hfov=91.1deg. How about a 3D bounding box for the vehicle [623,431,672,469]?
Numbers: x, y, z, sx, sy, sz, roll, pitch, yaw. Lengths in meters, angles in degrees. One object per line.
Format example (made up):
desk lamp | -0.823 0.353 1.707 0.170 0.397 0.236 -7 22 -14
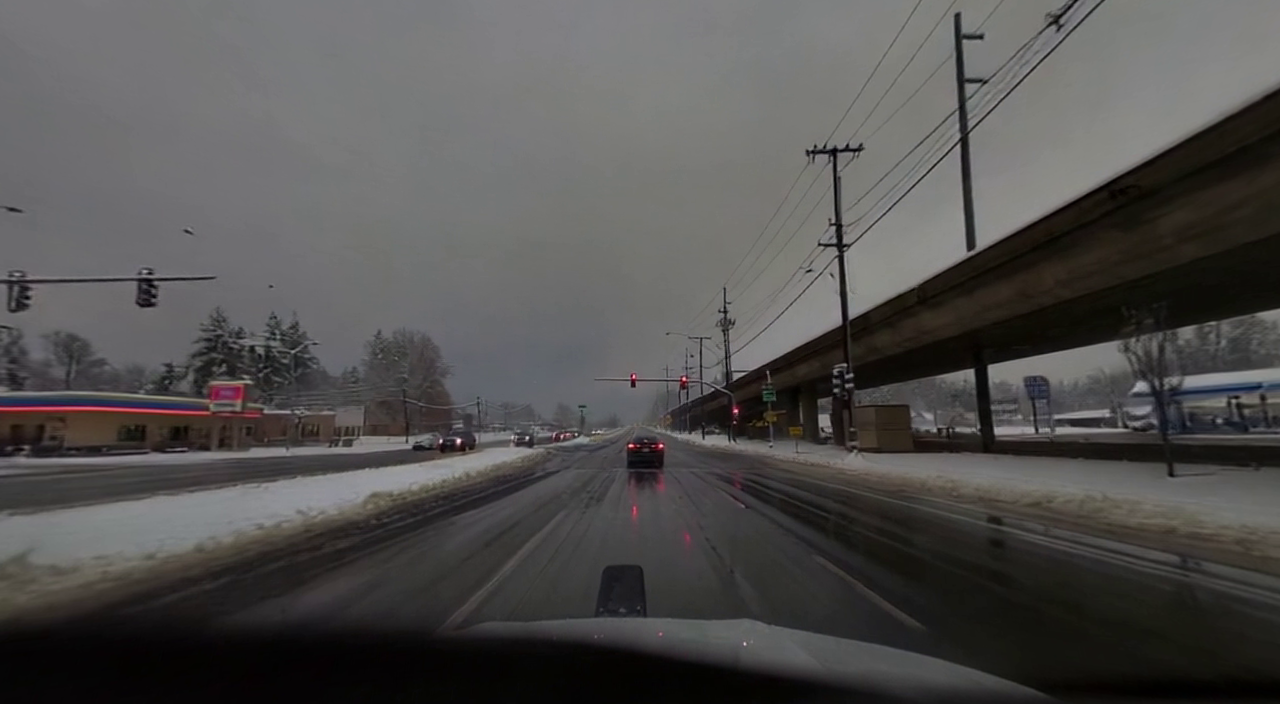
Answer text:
vehicle | 0.261 4.529 29.090 2.074 1.631 3.793 0 -8 -2
